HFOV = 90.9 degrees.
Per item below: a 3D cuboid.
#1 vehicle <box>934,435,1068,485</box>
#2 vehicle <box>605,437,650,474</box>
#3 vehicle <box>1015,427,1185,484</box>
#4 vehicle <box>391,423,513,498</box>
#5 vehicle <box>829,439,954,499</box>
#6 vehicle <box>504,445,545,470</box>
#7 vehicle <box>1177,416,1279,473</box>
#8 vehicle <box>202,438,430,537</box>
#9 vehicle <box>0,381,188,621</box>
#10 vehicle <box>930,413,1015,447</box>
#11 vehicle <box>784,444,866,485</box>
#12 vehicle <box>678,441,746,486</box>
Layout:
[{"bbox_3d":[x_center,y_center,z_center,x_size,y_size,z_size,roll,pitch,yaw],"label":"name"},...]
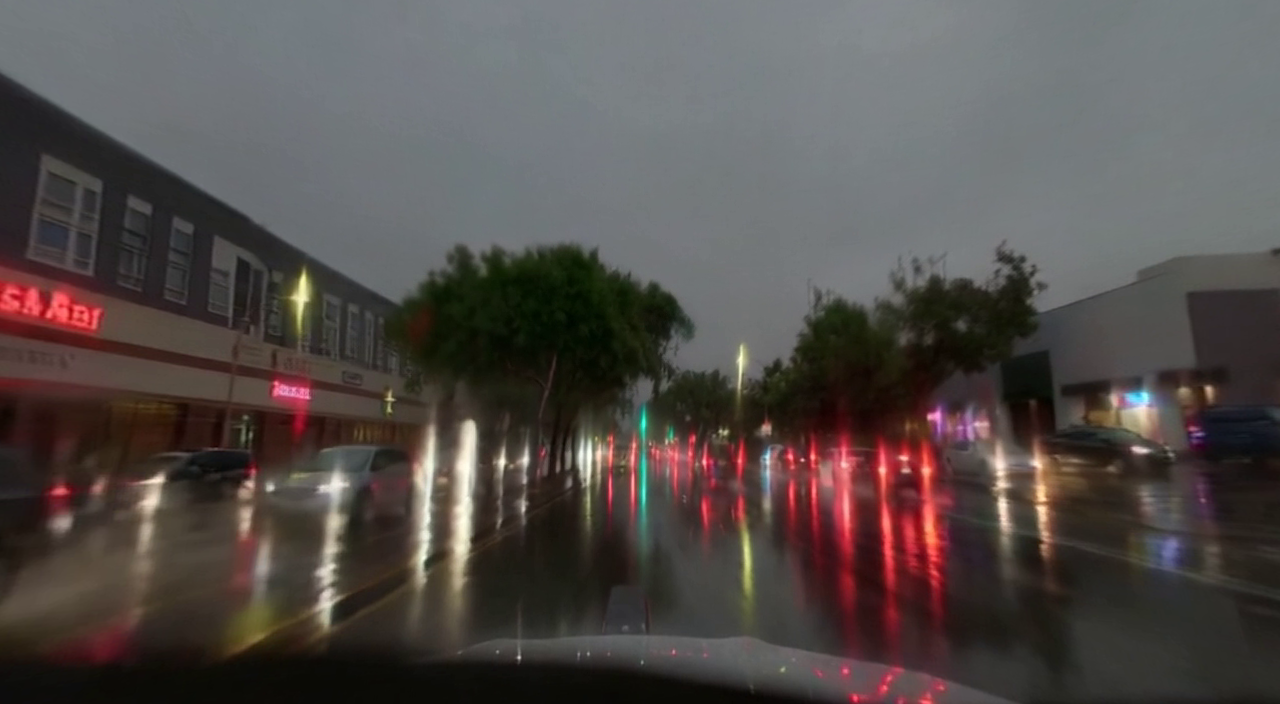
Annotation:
[{"bbox_3d":[12.312,3.700,21.919,2.058,1.493,4.612,-2,-8,3],"label":"vehicle"},{"bbox_3d":[-0.631,5.628,34.382,2.301,1.837,4.411,0,-9,0],"label":"vehicle"},{"bbox_3d":[15.442,3.504,21.626,2.007,1.642,5.001,-2,-8,-1],"label":"vehicle"},{"bbox_3d":[-5.580,3.269,19.563,2.240,1.945,5.114,-1,-8,0],"label":"vehicle"},{"bbox_3d":[7.495,3.513,19.338,1.914,1.587,4.548,0,-8,0],"label":"vehicle"},{"bbox_3d":[-8.391,7.711,46.125,2.097,1.707,4.506,0,-9,1],"label":"vehicle"},{"bbox_3d":[21.199,3.082,21.294,1.967,1.751,4.275,-2,-8,-5],"label":"vehicle"},{"bbox_3d":[-5.711,2.429,11.939,1.835,1.476,4.533,1,-9,1],"label":"vehicle"},{"bbox_3d":[-5.821,1.041,4.125,2.242,1.740,4.659,-1,-8,0],"label":"vehicle"},{"bbox_3d":[15.752,3.804,30.152,1.793,1.505,4.557,-1,-9,3],"label":"vehicle"},{"bbox_3d":[7.284,4.448,25.344,1.831,1.475,4.924,-1,-8,1],"label":"vehicle"},{"bbox_3d":[2.632,4.189,23.966,2.046,1.540,3.883,0,-9,-1],"label":"vehicle"}]
